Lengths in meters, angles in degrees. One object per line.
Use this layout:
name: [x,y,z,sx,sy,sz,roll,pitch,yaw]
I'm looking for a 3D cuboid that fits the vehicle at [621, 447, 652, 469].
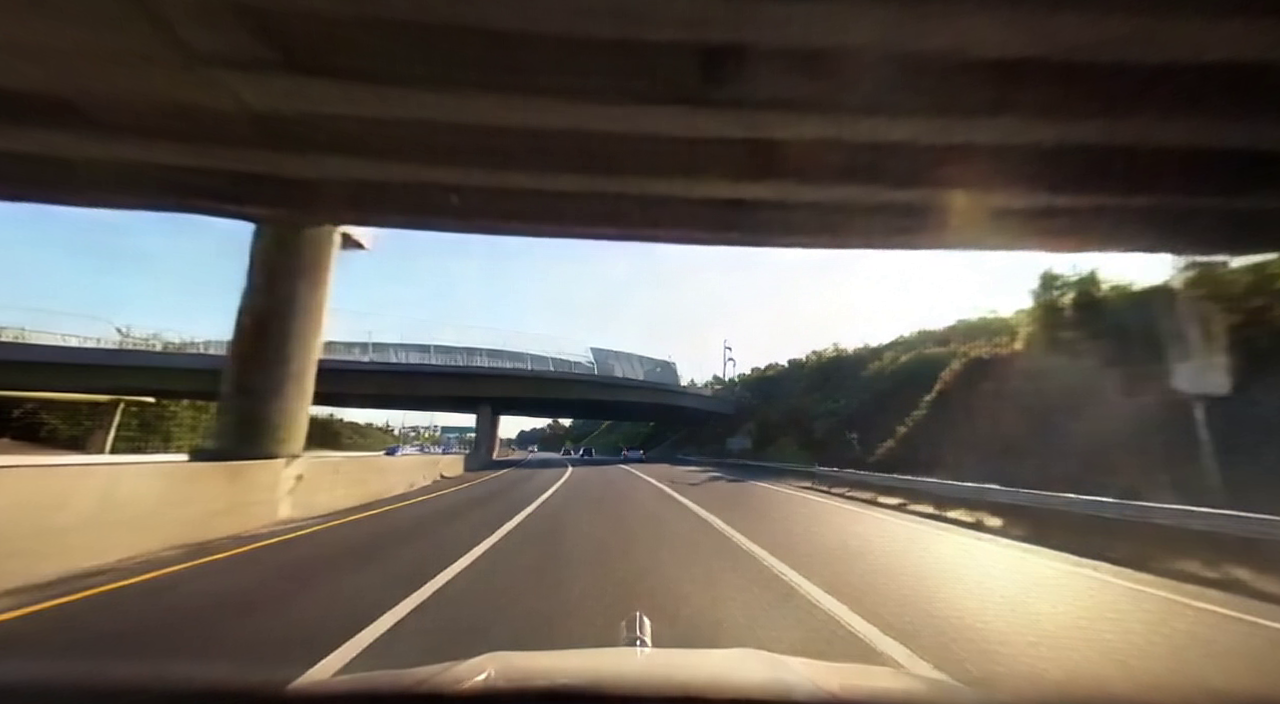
vehicle: [-0.266,7.565,45.085,2.140,1.455,4.135,0,-9,-1]
